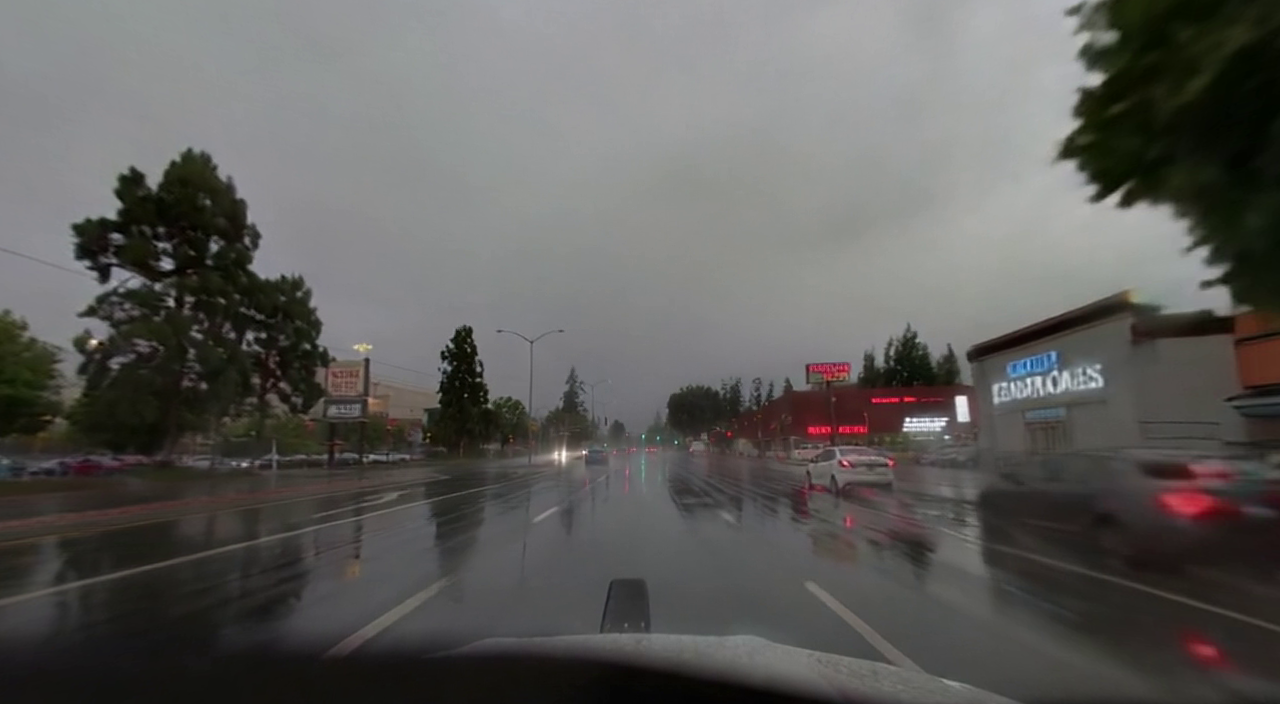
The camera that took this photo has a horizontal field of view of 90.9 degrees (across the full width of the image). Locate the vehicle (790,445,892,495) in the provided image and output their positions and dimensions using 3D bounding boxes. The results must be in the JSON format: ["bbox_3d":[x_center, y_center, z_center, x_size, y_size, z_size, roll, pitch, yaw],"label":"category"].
[{"bbox_3d":[6.765,4.001,21.797,1.869,1.516,4.767,0,-9,-1],"label":"vehicle"}]

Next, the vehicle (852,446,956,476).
[{"bbox_3d":[13.300,5.497,31.933,4.373,1.463,1.992,0,-9,0],"label":"vehicle"}]

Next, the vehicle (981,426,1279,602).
[{"bbox_3d":[6.516,1.850,8.083,1.934,1.641,4.117,0,-9,0],"label":"vehicle"}]

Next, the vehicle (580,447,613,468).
[{"bbox_3d":[-3.084,7.586,45.643,2.005,1.446,4.265,0,-9,1],"label":"vehicle"}]
